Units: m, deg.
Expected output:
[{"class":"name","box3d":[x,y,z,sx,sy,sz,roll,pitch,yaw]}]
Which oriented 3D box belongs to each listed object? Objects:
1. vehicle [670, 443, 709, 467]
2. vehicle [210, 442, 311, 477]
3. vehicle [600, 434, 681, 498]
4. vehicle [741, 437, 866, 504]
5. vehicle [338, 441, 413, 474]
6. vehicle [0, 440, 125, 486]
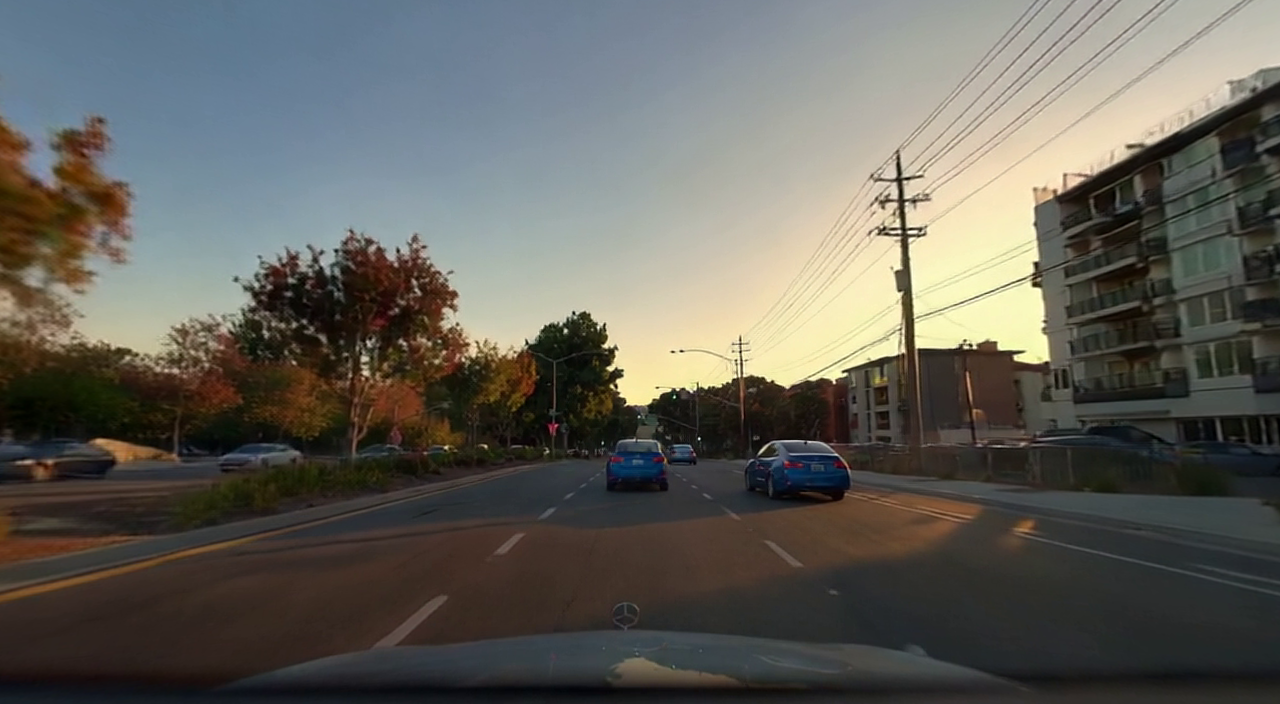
[{"class":"vehicle","box3d":[3.198,6.757,41.503,2.054,1.461,4.321,0,-8,-2]},{"class":"vehicle","box3d":[-17.330,4.899,29.131,1.873,1.459,4.447,0,-8,0]},{"class":"vehicle","box3d":[-0.043,3.230,18.253,2.073,1.606,3.933,0,-8,-1]},{"class":"vehicle","box3d":[4.165,3.094,16.963,2.086,1.534,4.351,0,-8,-1]},{"class":"vehicle","box3d":[-13.647,5.478,32.929,1.981,1.572,4.575,0,-8,0]},{"class":"vehicle","box3d":[-21.652,4.015,23.158,1.821,1.485,4.393,0,-8,1]}]
